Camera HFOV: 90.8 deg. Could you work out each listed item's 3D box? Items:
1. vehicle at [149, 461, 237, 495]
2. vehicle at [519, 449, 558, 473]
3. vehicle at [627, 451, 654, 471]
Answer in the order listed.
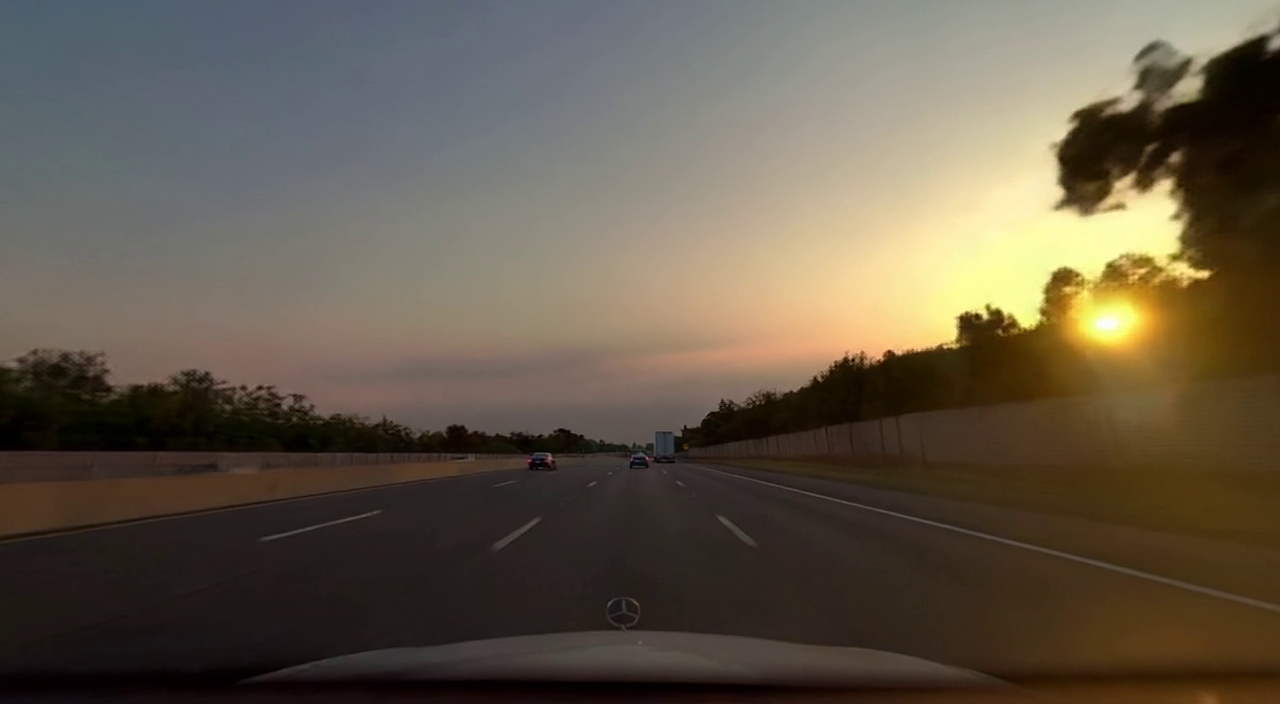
[{"bbox_3d":[-20.324,5.700,28.871,1.636,1.361,3.409,0,-9,-3],"label":"vehicle"},{"bbox_3d":[-7.447,8.078,46.884,2.123,1.671,4.579,-1,-9,1],"label":"vehicle"},{"bbox_3d":[0.003,8.617,49.836,2.033,1.465,3.775,0,-9,0],"label":"vehicle"}]
